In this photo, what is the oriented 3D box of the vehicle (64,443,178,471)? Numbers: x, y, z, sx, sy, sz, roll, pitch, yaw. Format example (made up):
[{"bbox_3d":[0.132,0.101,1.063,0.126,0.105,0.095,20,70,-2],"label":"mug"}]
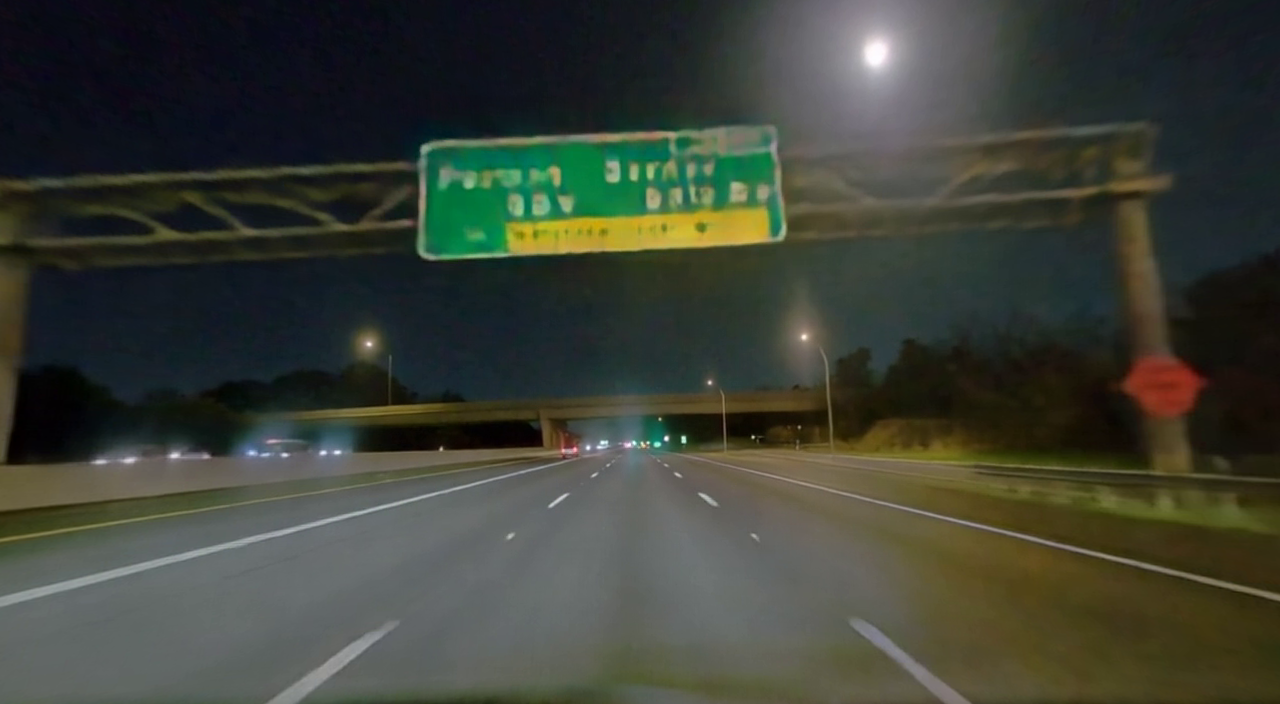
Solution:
[{"bbox_3d":[-22.209,4.475,27.251,1.836,1.103,3.676,0,-8,-1],"label":"vehicle"}]

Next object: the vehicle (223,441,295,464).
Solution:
[{"bbox_3d":[-28.981,7.636,48.299,2.045,1.631,5.399,0,-8,1],"label":"vehicle"}]
